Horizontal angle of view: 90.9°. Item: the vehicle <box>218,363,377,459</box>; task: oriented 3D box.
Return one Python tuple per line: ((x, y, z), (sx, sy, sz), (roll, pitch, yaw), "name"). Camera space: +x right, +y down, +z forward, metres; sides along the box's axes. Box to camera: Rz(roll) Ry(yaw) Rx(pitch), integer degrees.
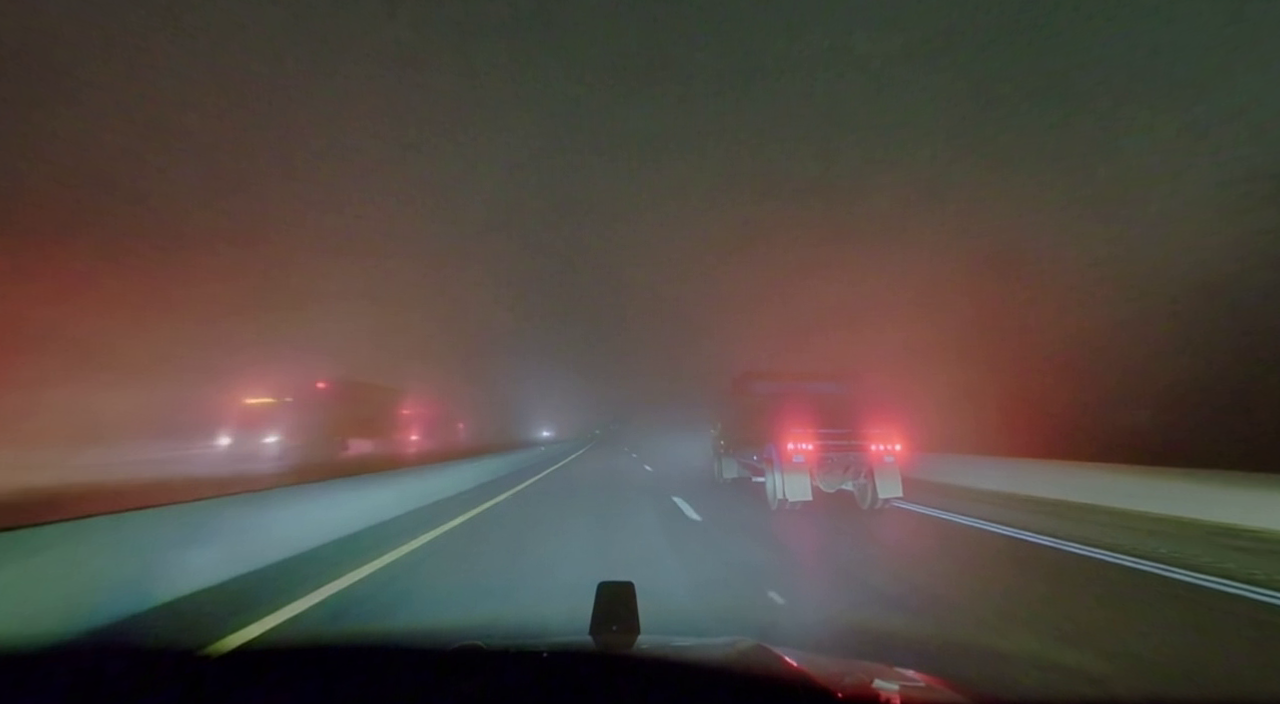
((-14.526, 2.713, 27.641), (2.889, 3.606, 7.557), (0, -8, -2), "vehicle")
